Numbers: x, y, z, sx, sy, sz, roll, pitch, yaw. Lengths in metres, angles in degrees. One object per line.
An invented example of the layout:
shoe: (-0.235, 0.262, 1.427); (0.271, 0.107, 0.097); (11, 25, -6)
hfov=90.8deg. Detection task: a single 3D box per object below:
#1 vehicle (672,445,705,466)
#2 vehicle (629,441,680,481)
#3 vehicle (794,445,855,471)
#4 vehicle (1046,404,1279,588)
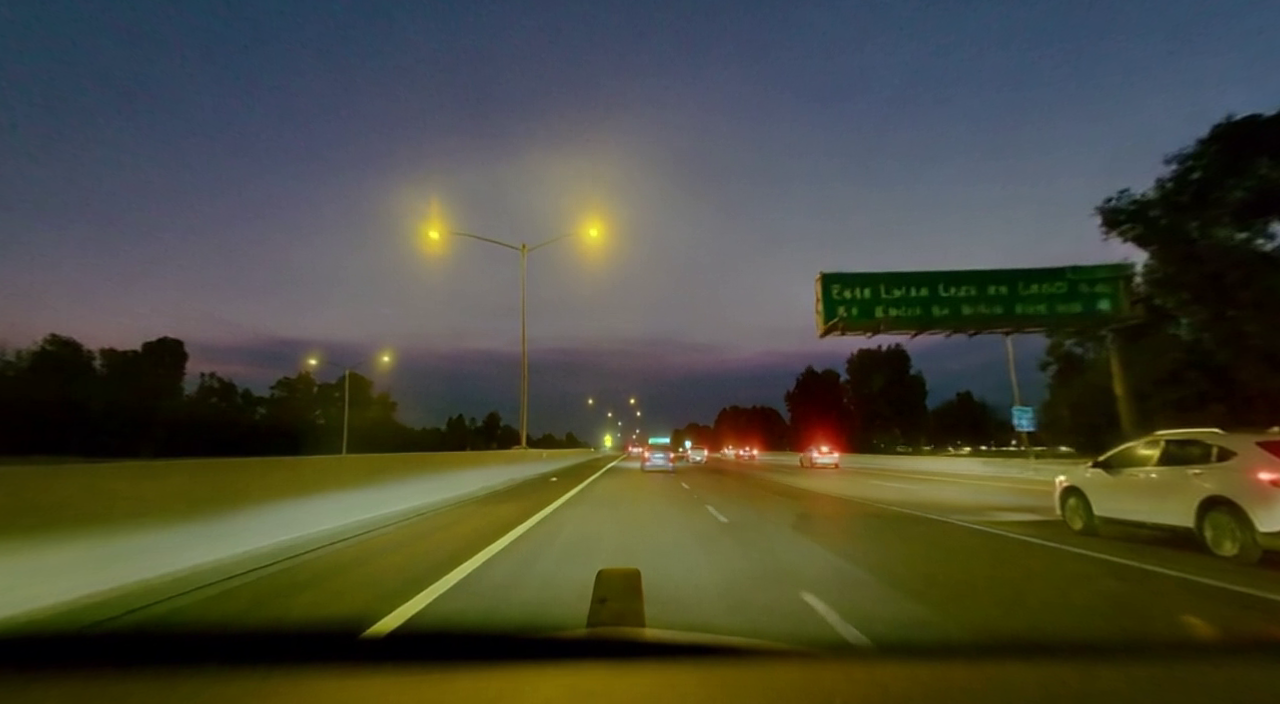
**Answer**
vehicle: (3.433, 7.439, 45.434); (1.993, 1.427, 4.204); (0, -9, -1)
vehicle: (0.516, 4.604, 27.096); (1.864, 1.566, 4.446); (0, -8, -3)
vehicle: (10.894, 6.297, 37.751); (2.087, 1.442, 4.834); (0, -8, -1)
vehicle: (6.918, 1.479, 6.811); (2.027, 1.679, 4.543); (0, -9, 0)
